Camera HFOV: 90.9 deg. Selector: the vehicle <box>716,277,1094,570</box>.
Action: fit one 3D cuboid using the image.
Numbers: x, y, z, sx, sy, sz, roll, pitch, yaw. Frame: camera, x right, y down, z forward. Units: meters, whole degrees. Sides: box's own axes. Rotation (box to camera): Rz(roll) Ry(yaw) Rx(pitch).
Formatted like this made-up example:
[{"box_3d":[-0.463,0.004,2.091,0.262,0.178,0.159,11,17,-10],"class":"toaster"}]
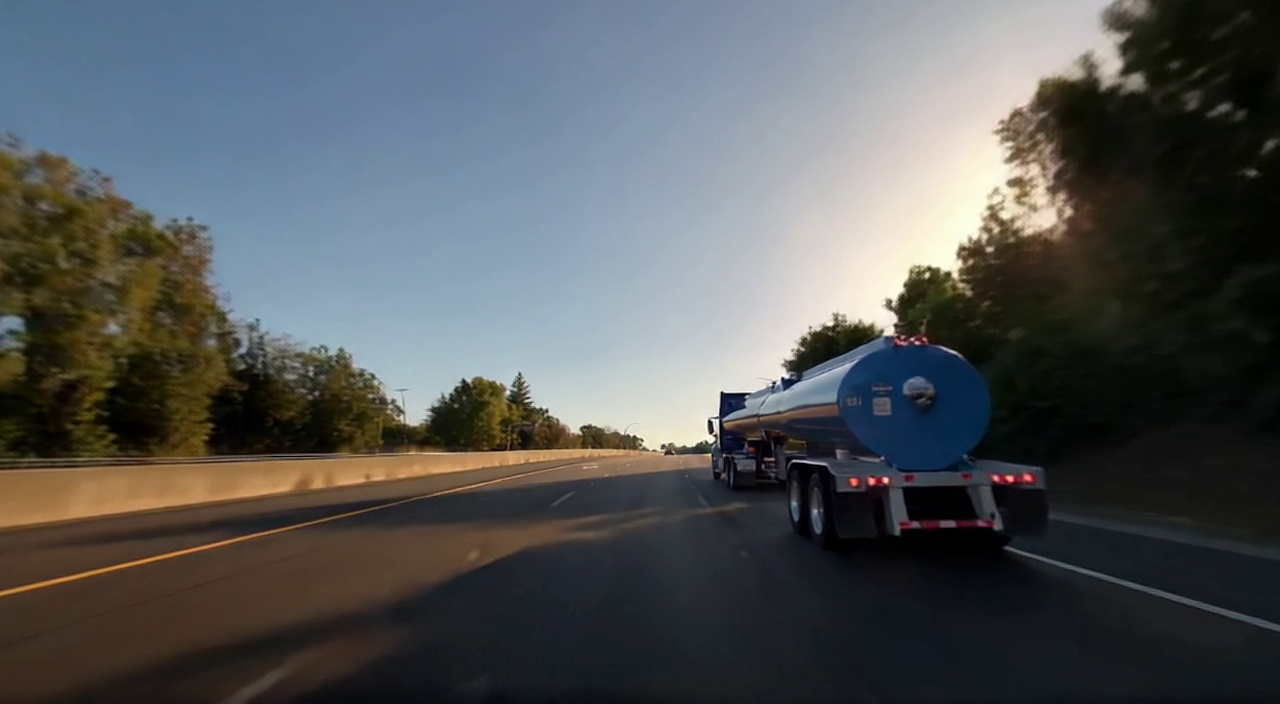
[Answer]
[{"box_3d":[4.074,1.880,14.965,2.880,3.624,14.397,0,-8,1],"class":"vehicle"}]
